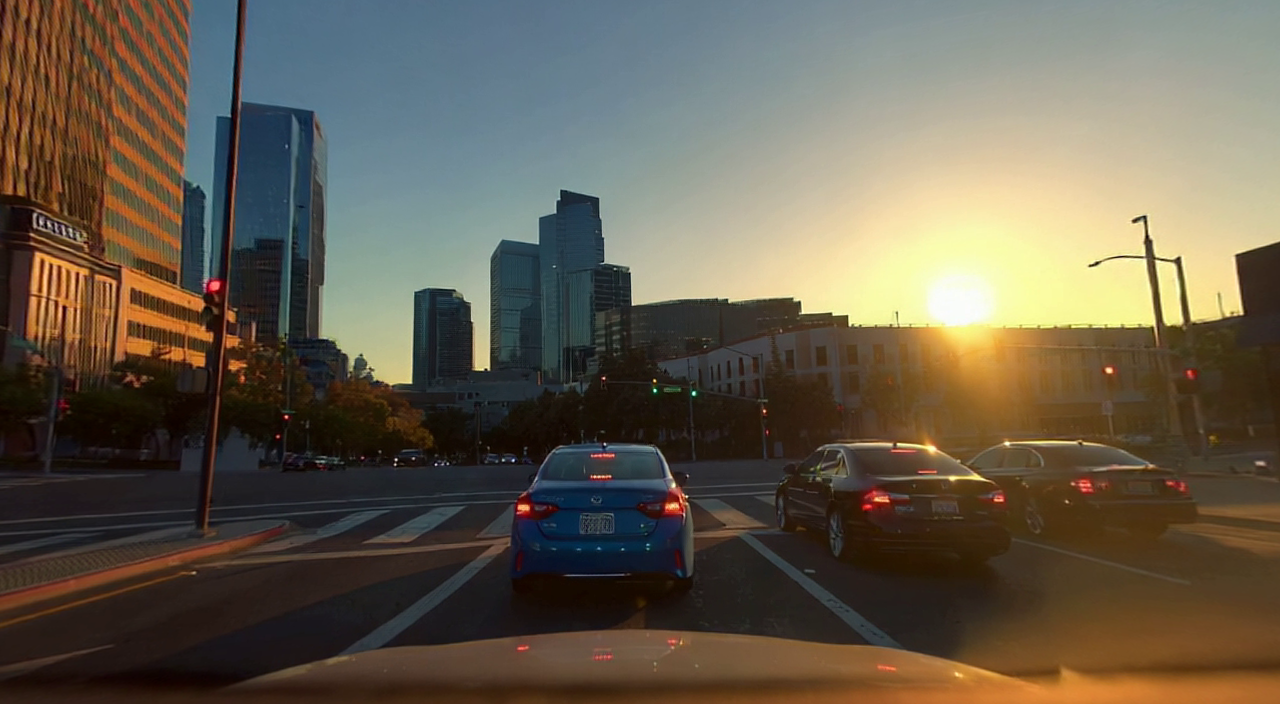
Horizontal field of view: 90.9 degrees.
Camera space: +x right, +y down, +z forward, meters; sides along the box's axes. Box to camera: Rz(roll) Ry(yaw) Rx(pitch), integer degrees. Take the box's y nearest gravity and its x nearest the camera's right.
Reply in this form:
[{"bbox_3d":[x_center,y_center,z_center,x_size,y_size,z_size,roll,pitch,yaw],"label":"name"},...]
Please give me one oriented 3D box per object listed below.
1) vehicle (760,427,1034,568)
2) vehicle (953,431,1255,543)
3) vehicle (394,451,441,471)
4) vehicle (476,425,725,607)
[{"bbox_3d":[3.206,1.890,8.977,2.042,1.508,4.109,0,-8,-2],"label":"vehicle"},{"bbox_3d":[7.434,2.167,10.796,1.908,1.517,4.182,0,-8,-1],"label":"vehicle"},{"bbox_3d":[-17.139,8.383,48.688,2.048,1.463,4.530,0,-8,-1],"label":"vehicle"},{"bbox_3d":[-0.376,1.655,7.294,2.059,1.477,3.988,0,-8,-1],"label":"vehicle"}]
